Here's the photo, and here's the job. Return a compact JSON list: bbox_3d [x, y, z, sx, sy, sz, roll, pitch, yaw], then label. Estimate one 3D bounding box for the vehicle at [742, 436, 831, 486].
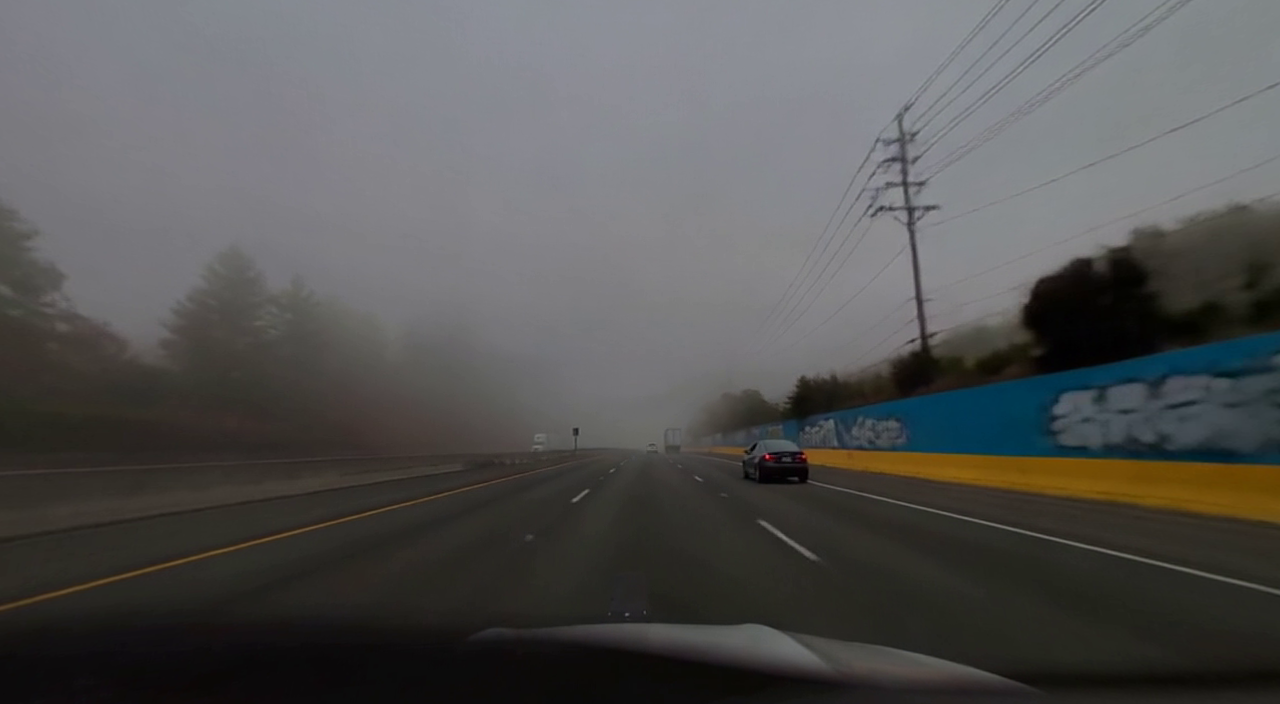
[{"bbox_3d":[4.796,3.609,21.147,1.991,1.494,3.951,0,-8,-1],"label":"vehicle"}]
